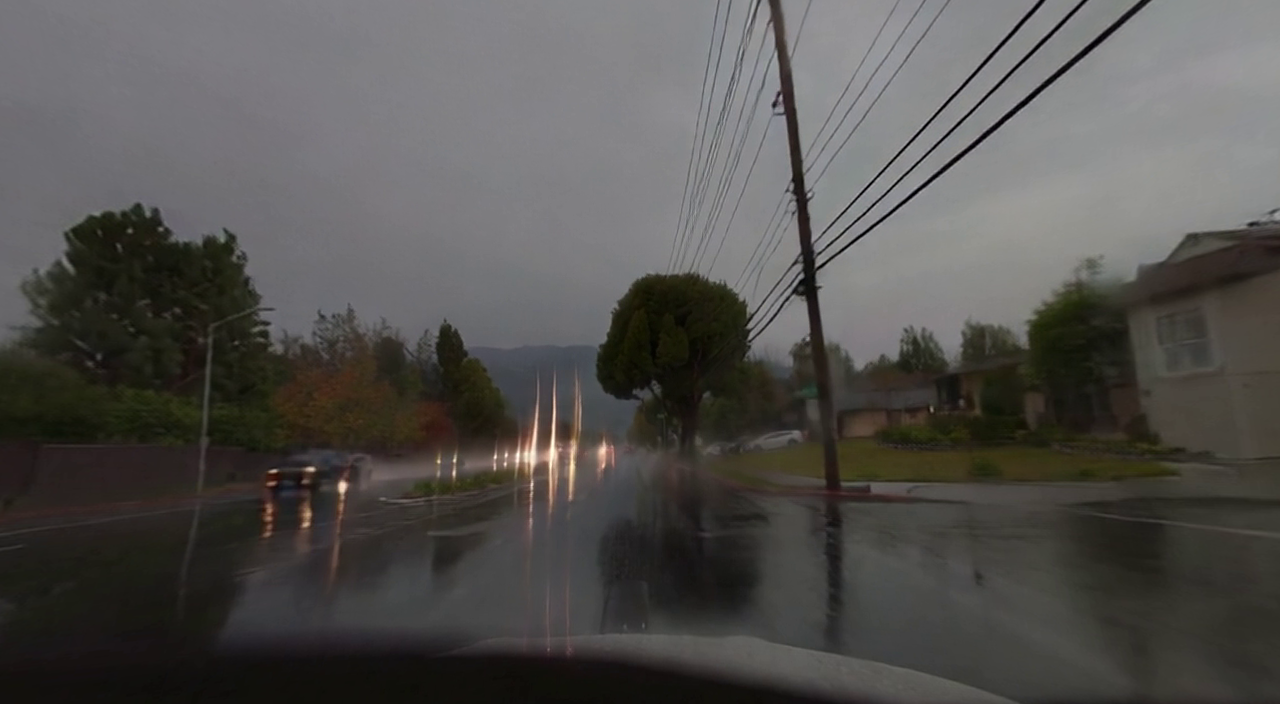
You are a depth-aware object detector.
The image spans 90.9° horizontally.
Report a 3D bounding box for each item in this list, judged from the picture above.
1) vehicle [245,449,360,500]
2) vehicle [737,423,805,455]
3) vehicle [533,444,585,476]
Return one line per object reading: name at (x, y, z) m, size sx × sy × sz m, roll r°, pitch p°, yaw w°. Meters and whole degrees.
vehicle at (-12.425, 4.498, 23.562) m, size 1.954 × 1.648 × 4.287 m, roll 0°, pitch -8°, yaw -1°
vehicle at (10.221, 6.827, 49.453) m, size 4.610 × 1.853 × 2.265 m, roll -7°, pitch -9°, yaw -4°
vehicle at (-3.958, 5.358, 31.579) m, size 2.084 × 1.466 × 4.522 m, roll 0°, pitch -8°, yaw -2°
